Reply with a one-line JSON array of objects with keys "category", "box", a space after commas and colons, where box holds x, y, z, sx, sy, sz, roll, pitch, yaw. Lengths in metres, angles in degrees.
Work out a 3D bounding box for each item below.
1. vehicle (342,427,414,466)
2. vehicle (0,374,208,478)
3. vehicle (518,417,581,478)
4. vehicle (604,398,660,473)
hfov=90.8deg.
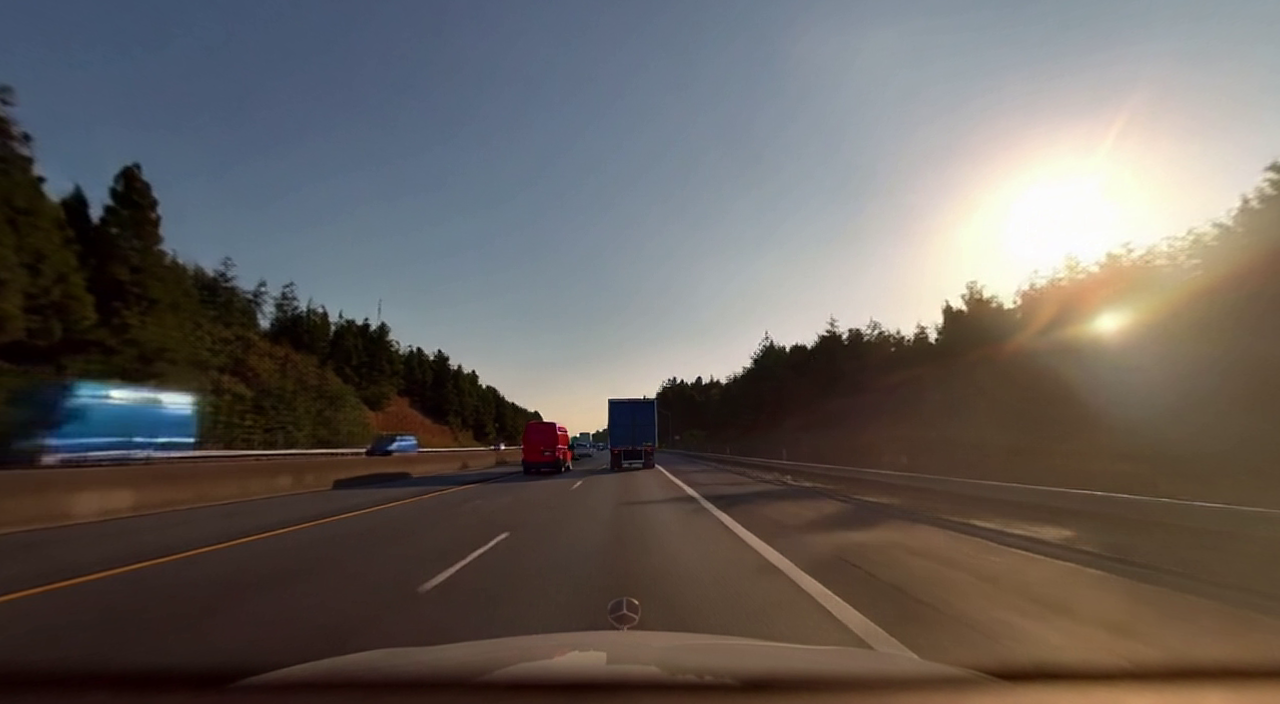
[{"category": "vehicle", "box": [-13.472, 4.915, 32.729, 1.872, 1.826, 4.350, 0, -9, 0]}, {"category": "vehicle", "box": [-17.713, 2.551, 20.908, 2.450, 2.949, 5.978, 0, -9, 0]}, {"category": "vehicle", "box": [-4.500, 4.937, 32.497, 2.357, 2.786, 6.144, 0, -9, -1]}, {"category": "vehicle", "box": [-0.451, 5.319, 39.316, 2.995, 4.036, 10.311, 0, -9, 0]}]
